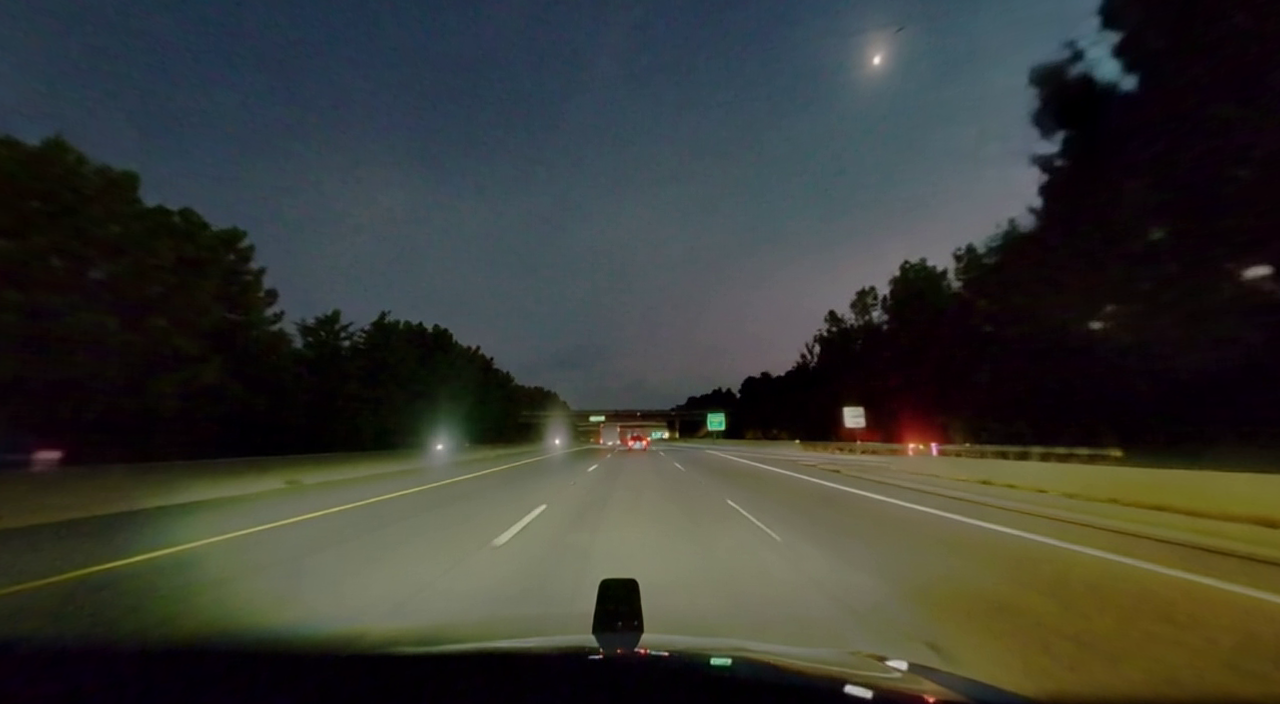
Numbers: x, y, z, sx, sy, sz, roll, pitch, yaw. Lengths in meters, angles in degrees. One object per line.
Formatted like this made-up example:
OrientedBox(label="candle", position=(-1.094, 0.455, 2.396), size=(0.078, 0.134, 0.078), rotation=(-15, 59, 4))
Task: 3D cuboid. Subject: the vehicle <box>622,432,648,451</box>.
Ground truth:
OrientedBox(label="vehicle", position=(-0.448, 7.041, 49.526), size=(1.952, 1.438, 3.702), rotation=(0, -8, -2))
